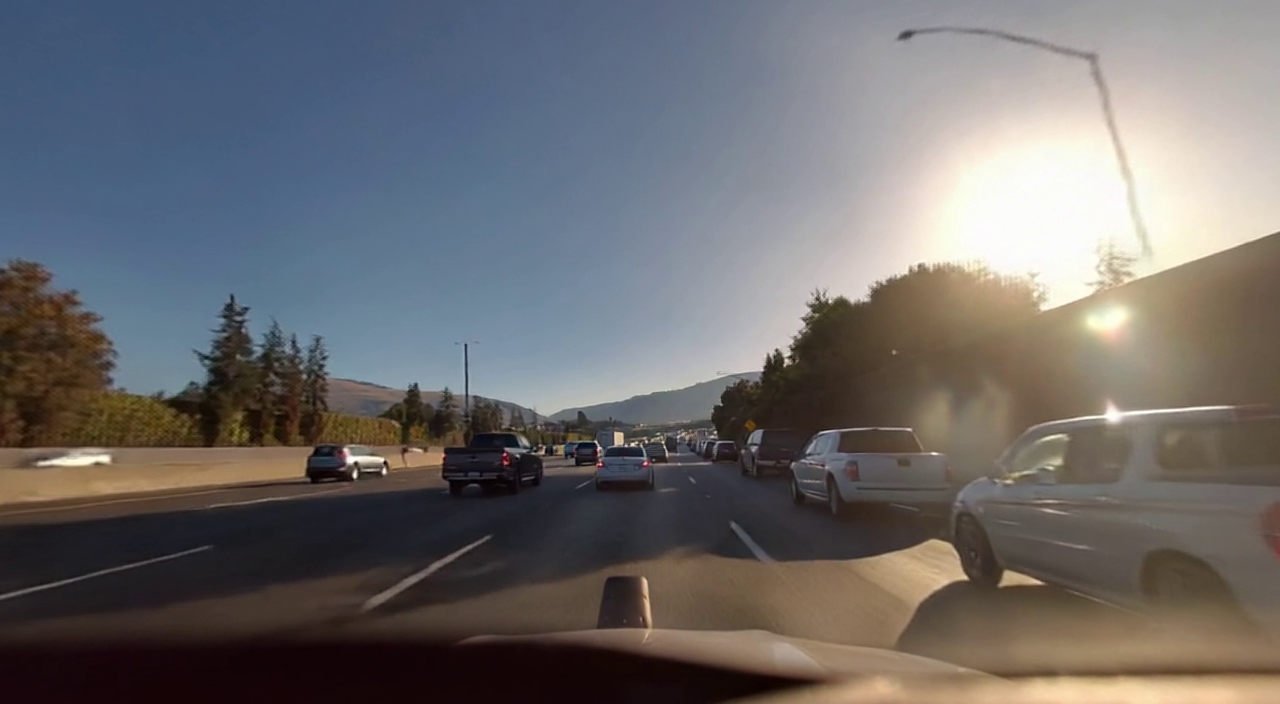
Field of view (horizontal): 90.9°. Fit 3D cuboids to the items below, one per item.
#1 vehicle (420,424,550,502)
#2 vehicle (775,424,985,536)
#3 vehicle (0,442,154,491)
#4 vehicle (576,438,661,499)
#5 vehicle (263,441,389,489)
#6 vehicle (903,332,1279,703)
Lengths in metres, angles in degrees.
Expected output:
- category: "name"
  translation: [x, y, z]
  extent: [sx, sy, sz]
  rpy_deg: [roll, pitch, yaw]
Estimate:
- category: "vehicle"
  translation: [-4.045, 3.016, 17.638]
  extent: [2.110, 1.811, 5.585]
  rpy_deg: [0, -8, 1]
- category: "vehicle"
  translation: [3.878, 2.139, 11.194]
  extent: [1.984, 1.567, 4.475]
  rpy_deg: [0, -8, 1]
- category: "vehicle"
  translation: [-22.596, 4.486, 25.224]
  extent: [2.110, 1.748, 5.051]
  rpy_deg: [-1, -8, 2]
- category: "vehicle"
  translation: [-0.472, 3.156, 17.510]
  extent: [2.070, 1.456, 4.029]
  rpy_deg: [0, -8, 1]
- category: "vehicle"
  translation: [-10.859, 3.923, 22.281]
  extent: [1.907, 1.508, 4.608]
  rpy_deg: [-1, -8, 3]
- category: "vehicle"
  translation: [3.886, 1.062, 4.547]
  extent: [2.003, 1.778, 4.658]
  rpy_deg: [0, -8, 1]
